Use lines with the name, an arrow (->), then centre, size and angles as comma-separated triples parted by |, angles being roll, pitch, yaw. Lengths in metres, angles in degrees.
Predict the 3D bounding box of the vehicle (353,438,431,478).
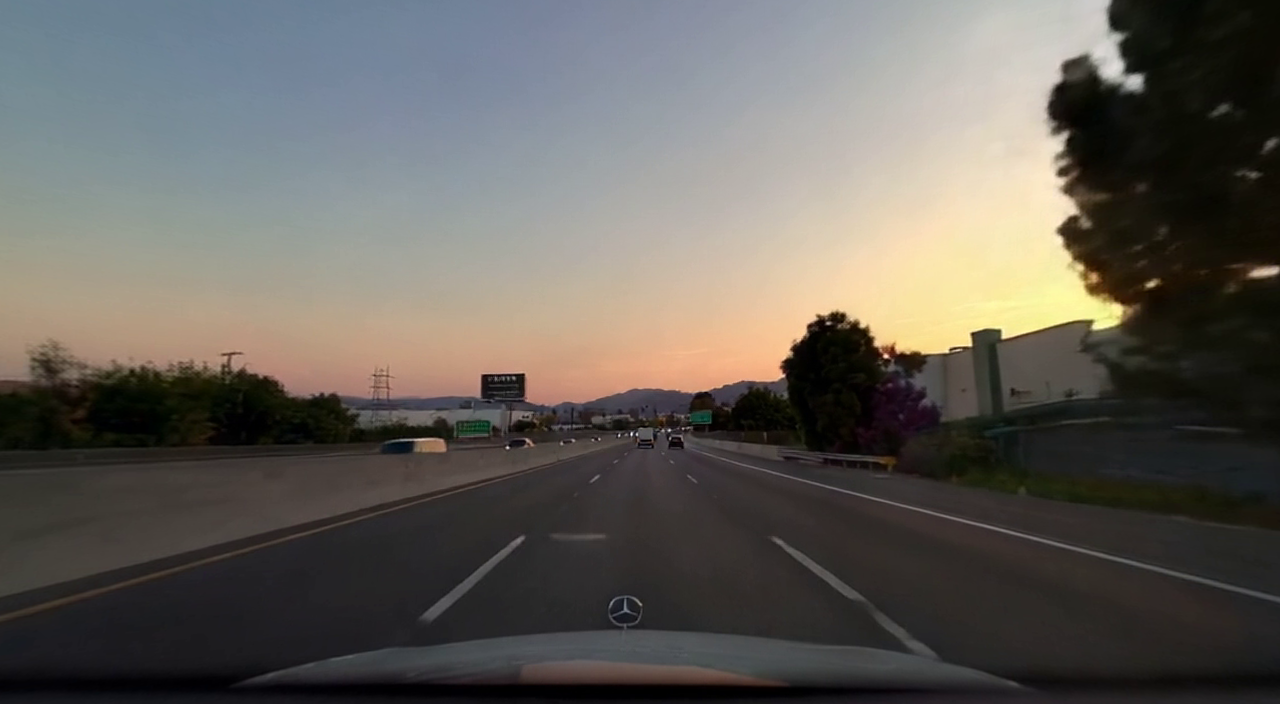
vehicle -> -12.459, 5.332, 32.041 | 2.062, 1.854, 4.799 | 0, -8, -1
